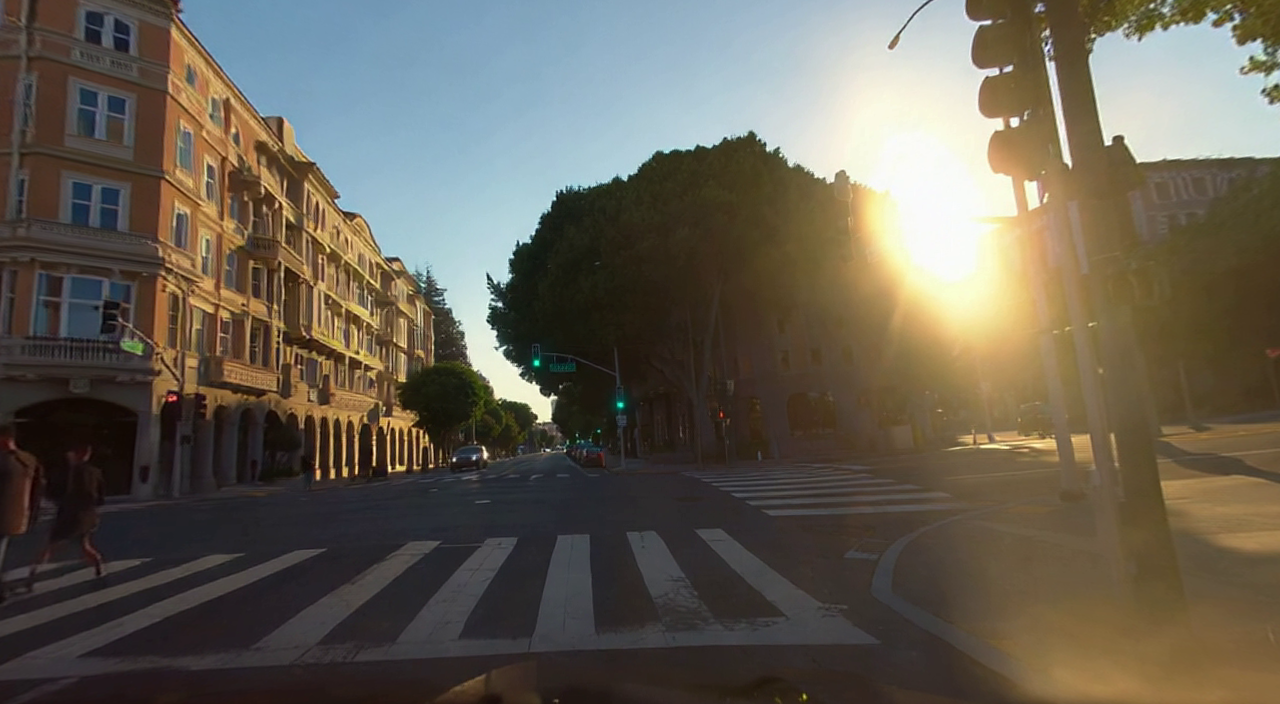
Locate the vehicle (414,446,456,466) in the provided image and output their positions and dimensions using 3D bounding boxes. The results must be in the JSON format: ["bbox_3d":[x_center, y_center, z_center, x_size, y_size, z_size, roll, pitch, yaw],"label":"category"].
[{"bbox_3d":[-16.028,8.105,49.275,2.028,1.479,4.427,5,-10,-32],"label":"vehicle"}]

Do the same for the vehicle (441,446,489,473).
[{"bbox_3d":[-10.464,6.471,38.159,2.196,1.503,4.371,1,-9,-8],"label":"vehicle"}]
